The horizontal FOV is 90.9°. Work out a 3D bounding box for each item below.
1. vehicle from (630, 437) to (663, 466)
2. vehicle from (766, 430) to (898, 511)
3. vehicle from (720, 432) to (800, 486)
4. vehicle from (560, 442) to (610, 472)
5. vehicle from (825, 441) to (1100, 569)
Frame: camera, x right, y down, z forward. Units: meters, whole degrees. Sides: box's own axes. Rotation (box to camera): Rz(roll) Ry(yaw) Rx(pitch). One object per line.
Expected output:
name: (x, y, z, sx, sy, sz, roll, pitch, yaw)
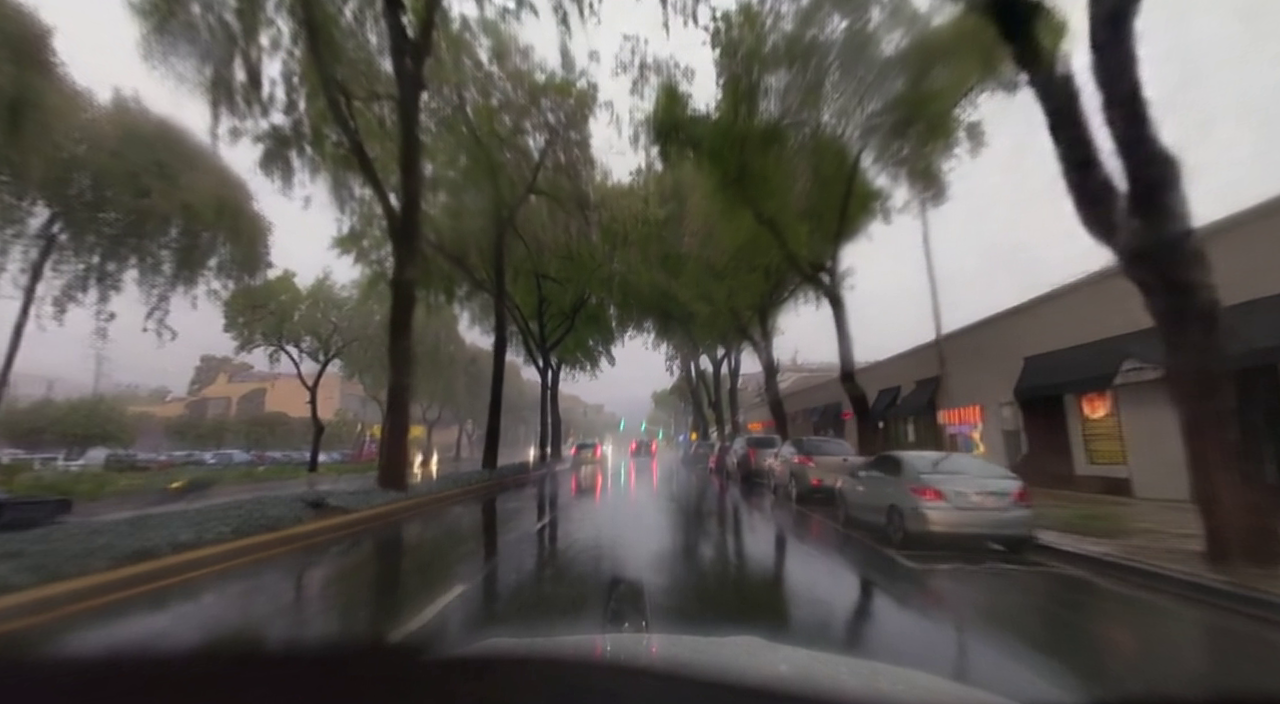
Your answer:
vehicle: (0.419, 6.499, 41.275, 2.075, 1.770, 4.018, 0, -9, 1)
vehicle: (4.502, 2.839, 15.565, 1.900, 1.702, 4.358, 0, -9, 0)
vehicle: (4.361, 3.966, 23.714, 2.068, 1.809, 4.889, 0, -9, 0)
vehicle: (-2.872, 5.600, 33.956, 2.151, 1.484, 4.468, 0, -9, 2)
vehicle: (4.376, 2.097, 9.499, 1.896, 1.451, 4.329, 0, -9, 1)
